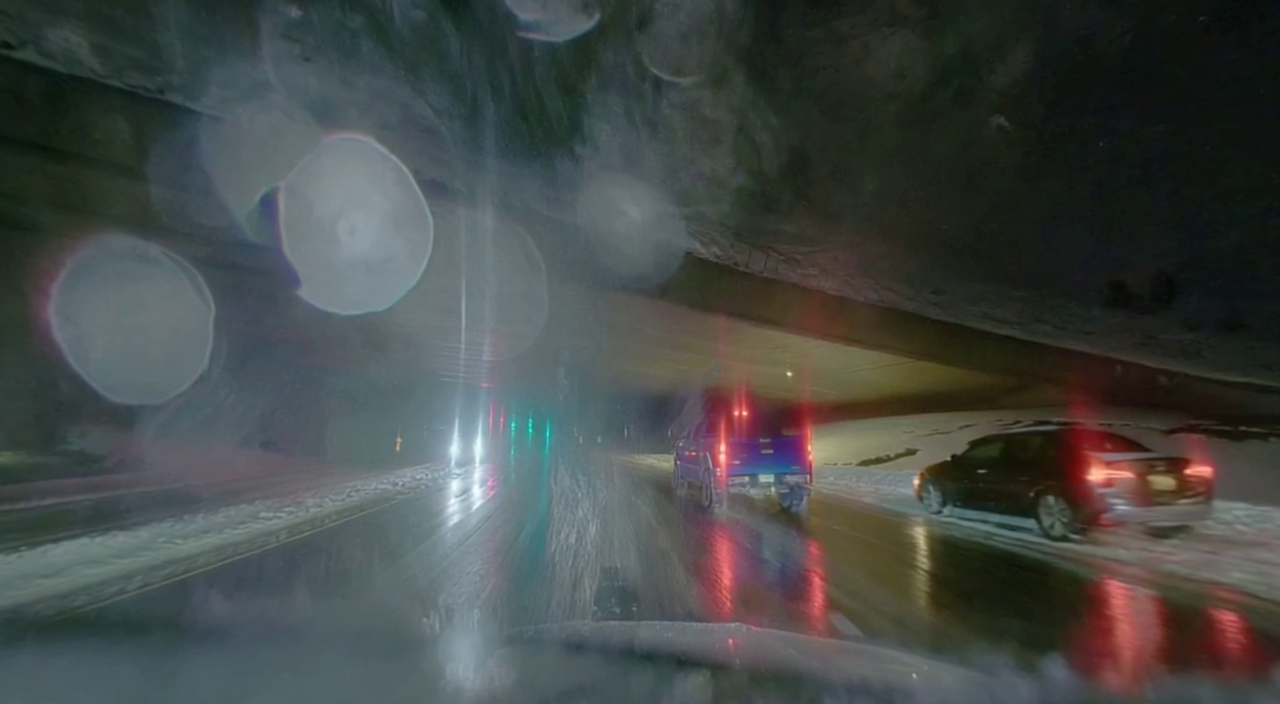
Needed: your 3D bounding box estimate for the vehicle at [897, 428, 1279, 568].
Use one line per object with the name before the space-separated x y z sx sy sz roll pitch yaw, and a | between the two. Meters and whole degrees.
vehicle | 6.097 1.961 9.424 2.012 1.521 4.663 1 -8 -8
